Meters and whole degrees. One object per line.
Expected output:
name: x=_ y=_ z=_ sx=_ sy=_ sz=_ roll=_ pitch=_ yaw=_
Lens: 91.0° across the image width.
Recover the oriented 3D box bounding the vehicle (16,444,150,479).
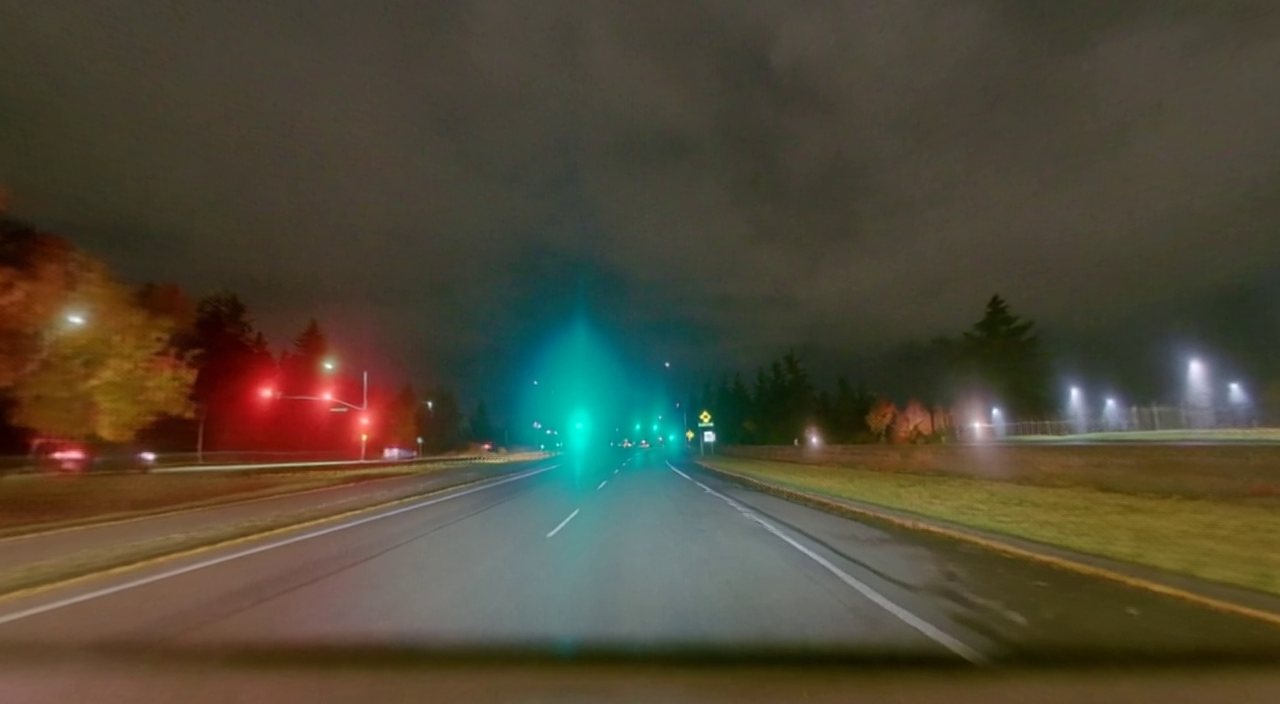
vehicle: x=-33.821 y=6.604 z=38.493 sx=2.242 sy=1.955 sz=5.600 roll=-3 pitch=-9 yaw=19
